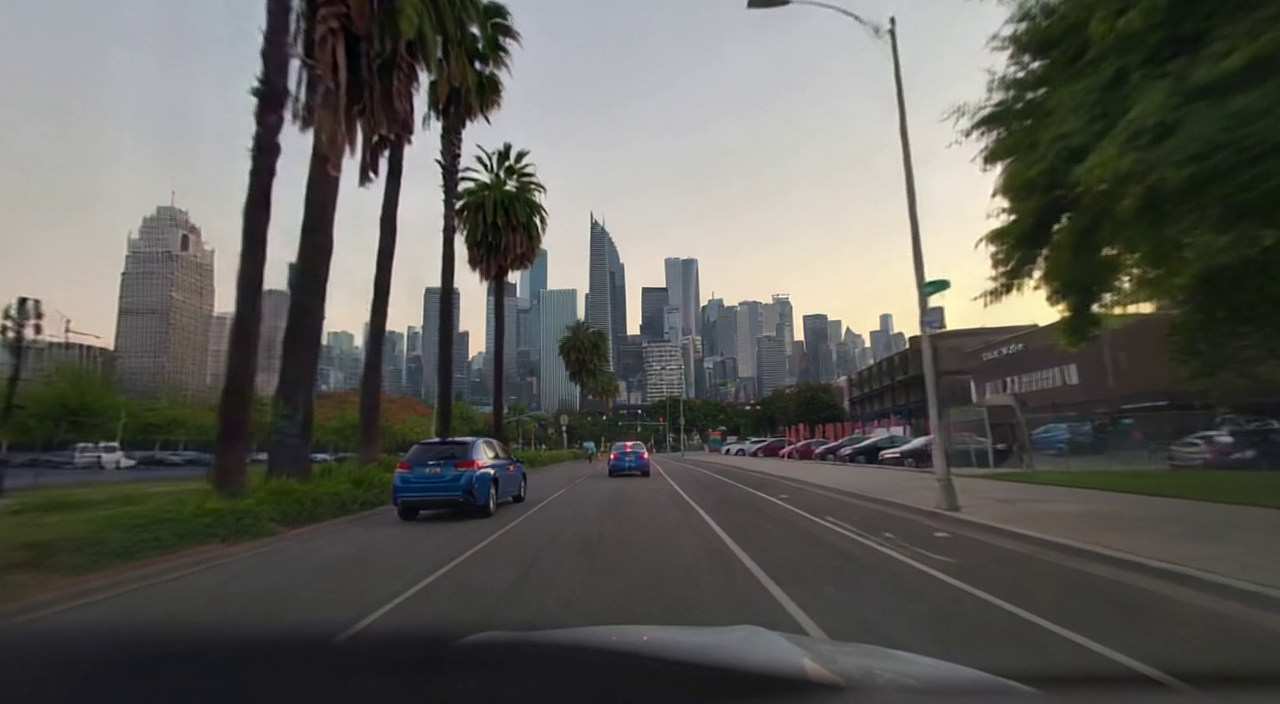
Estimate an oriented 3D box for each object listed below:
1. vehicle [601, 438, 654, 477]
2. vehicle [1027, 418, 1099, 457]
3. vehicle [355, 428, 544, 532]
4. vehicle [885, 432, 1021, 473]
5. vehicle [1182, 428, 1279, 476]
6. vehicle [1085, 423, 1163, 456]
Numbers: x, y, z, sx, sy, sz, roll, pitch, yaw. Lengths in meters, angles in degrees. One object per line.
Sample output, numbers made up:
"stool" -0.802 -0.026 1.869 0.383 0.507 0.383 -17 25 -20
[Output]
"vehicle" -0.492 4.297 25.852 2.004 1.465 3.713 0 -8 0
"vehicle" 23.626 4.828 35.549 2.288 1.984 5.526 -4 -9 23
"vehicle" -3.185 2.243 11.698 2.071 1.544 4.383 0 -8 1
"vehicle" 13.258 4.270 26.919 4.749 1.522 1.905 -1 -9 -3
"vehicle" 20.534 3.188 20.319 1.976 1.431 4.774 0 -8 0
"vehicle" 26.492 4.851 34.759 1.982 1.694 4.676 -3 -9 20
